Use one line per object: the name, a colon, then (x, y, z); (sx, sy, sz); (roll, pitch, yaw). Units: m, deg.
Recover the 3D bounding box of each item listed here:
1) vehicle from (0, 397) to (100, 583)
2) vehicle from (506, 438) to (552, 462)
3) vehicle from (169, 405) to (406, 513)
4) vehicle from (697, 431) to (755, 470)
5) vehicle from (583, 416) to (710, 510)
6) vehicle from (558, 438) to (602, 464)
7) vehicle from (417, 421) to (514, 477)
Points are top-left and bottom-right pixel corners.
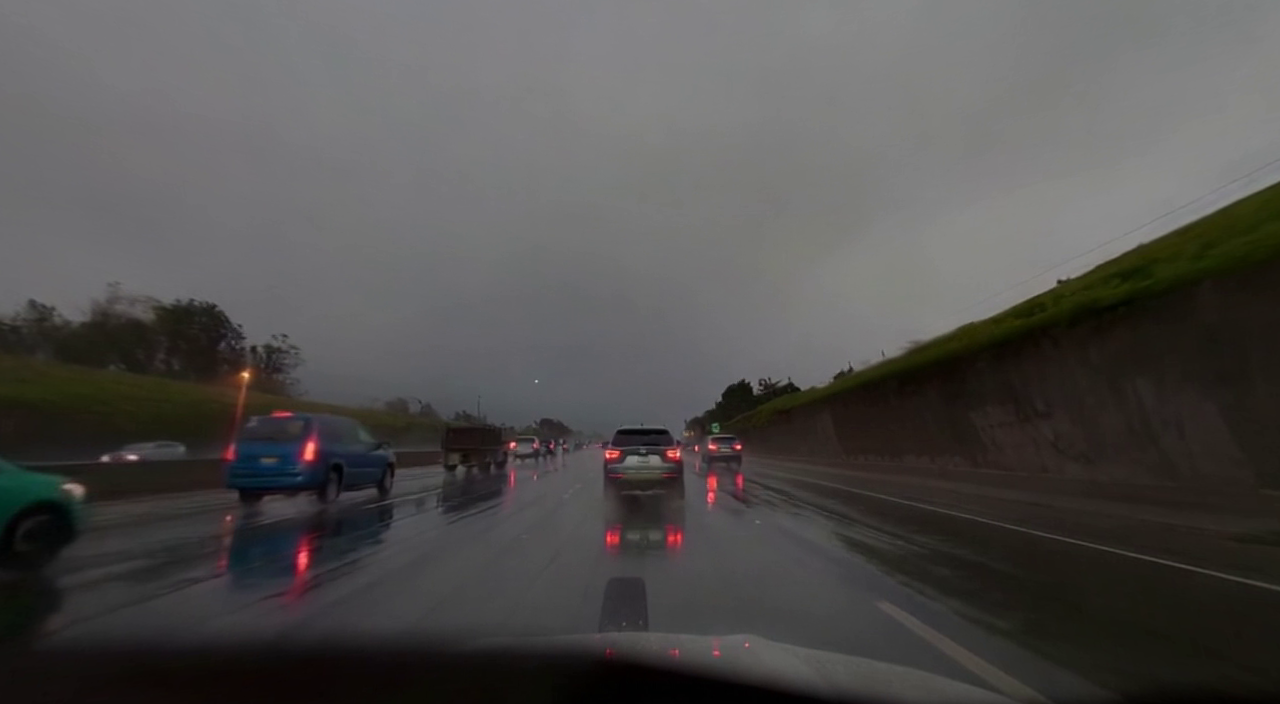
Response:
vehicle: (-6.969, 1.098, 4.609); (2.024, 1.706, 4.462); (0, -9, 1)
vehicle: (-6.918, 6.185, 39.870); (1.957, 1.467, 4.640); (0, -9, 1)
vehicle: (-7.346, 2.320, 14.028); (2.230, 1.928, 5.112); (0, -9, 1)
vehicle: (4.138, 4.815, 30.961); (2.092, 1.723, 4.629); (0, -9, -1)
vehicle: (0.133, 2.466, 14.387); (2.447, 1.804, 4.273); (0, -9, 0)
vehicle: (-3.427, 5.781, 36.934); (2.108, 1.442, 4.143); (0, -9, 1)
vehicle: (-6.737, 3.854, 25.064); (2.294, 1.982, 5.040); (0, -9, 1)
